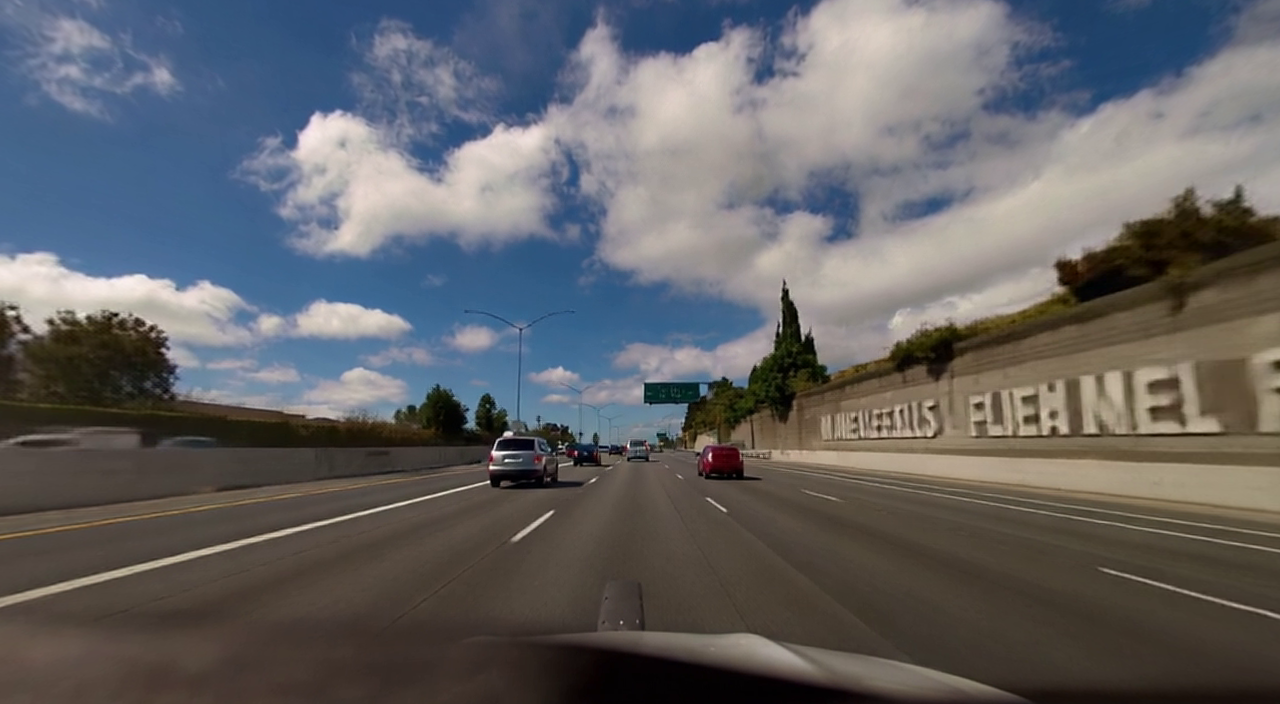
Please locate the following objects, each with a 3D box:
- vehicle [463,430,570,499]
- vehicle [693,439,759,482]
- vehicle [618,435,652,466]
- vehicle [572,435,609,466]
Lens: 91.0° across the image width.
[{"bbox_3d":[-3.627,3.425,19.696,2.184,1.819,5.441,0,-9,1],"label":"vehicle"},{"bbox_3d":[3.689,4.767,27.962,2.224,1.752,4.487,0,-9,-1],"label":"vehicle"},{"bbox_3d":[-0.347,7.566,48.589,2.485,2.215,5.199,0,-9,1],"label":"vehicle"},{"bbox_3d":[-3.589,7.320,46.864,2.378,2.214,4.352,0,-9,0],"label":"vehicle"}]
